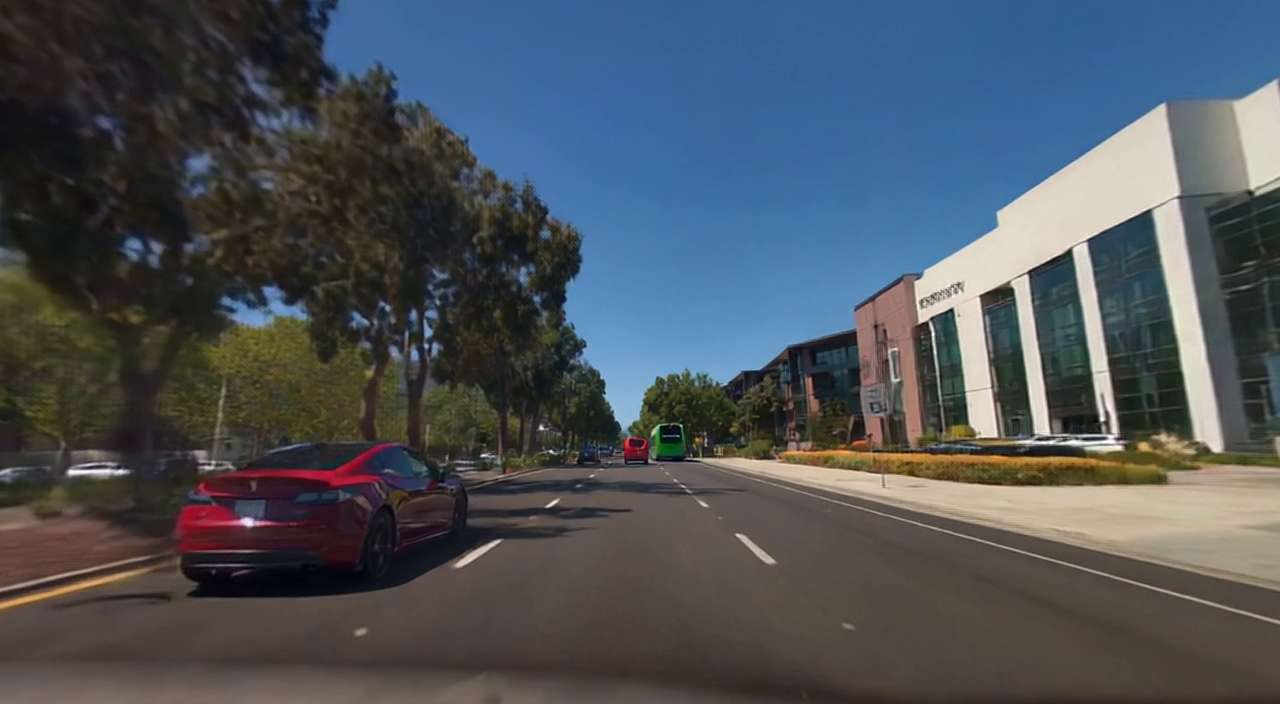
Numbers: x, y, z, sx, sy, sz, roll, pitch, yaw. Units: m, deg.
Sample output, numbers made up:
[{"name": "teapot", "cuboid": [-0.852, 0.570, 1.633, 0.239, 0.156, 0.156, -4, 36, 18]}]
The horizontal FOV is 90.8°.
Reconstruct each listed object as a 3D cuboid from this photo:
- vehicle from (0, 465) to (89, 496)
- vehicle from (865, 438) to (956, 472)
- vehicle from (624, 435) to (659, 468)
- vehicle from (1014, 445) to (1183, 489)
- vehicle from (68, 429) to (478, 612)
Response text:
[{"name": "vehicle", "cuboid": [-33.759, 7.097, 35.021, 4.553, 1.621, 1.999, -1, -9, 4]}, {"name": "vehicle", "cuboid": [16.818, 6.420, 39.433, 4.520, 1.834, 2.167, -3, -10, -1]}, {"name": "vehicle", "cuboid": [0.050, 6.983, 44.373, 2.336, 2.122, 5.207, 0, -9, -1]}, {"name": "vehicle", "cuboid": [16.642, 4.183, 23.111, 4.682, 1.507, 1.878, 0, -9, 0]}, {"name": "vehicle", "cuboid": [-3.595, 1.729, 7.497, 2.120, 1.481, 4.535, 0, -9, 0]}]
